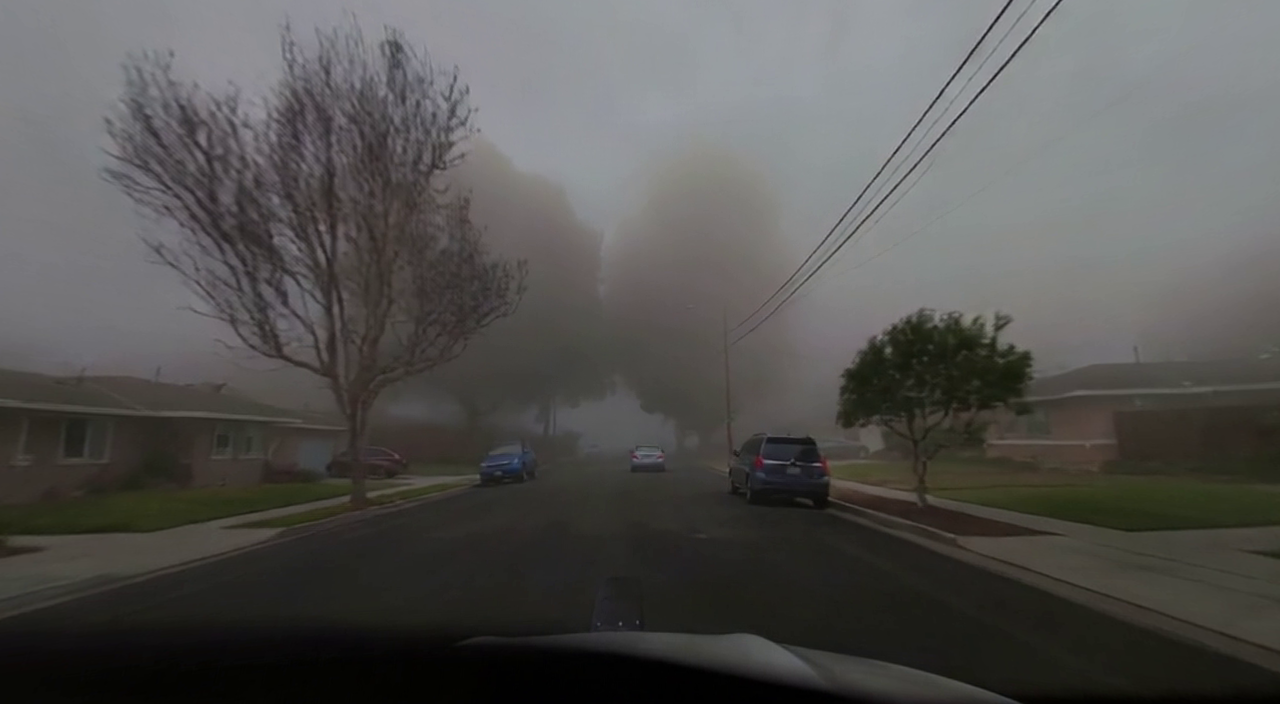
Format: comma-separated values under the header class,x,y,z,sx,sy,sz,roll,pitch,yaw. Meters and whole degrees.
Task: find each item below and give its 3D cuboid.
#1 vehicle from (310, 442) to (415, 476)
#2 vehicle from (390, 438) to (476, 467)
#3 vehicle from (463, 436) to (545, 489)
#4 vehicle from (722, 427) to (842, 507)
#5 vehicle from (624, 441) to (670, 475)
class,x,y,z,sx,sy,sz,roll,pitch,yaw
vehicle,-13.121,5.070,30.026,4.129,1.523,1.839,0,-9,2
vehicle,-13.166,6.442,40.427,4.765,1.791,1.941,0,-9,-1
vehicle,-5.355,4.377,25.549,2.126,1.816,4.796,-3,-8,1
vehicle,3.330,2.794,15.794,1.978,1.690,4.306,0,-8,0
vehicle,0.307,4.870,29.348,2.000,1.449,4.006,0,-8,0
